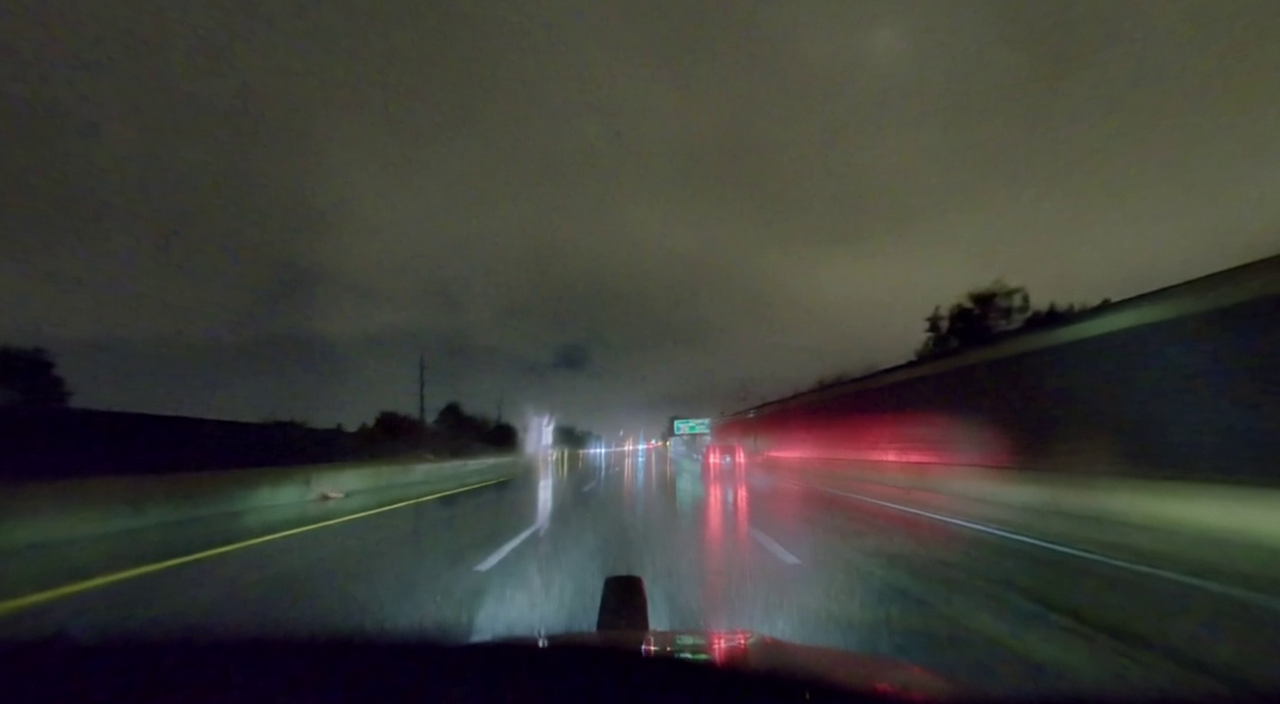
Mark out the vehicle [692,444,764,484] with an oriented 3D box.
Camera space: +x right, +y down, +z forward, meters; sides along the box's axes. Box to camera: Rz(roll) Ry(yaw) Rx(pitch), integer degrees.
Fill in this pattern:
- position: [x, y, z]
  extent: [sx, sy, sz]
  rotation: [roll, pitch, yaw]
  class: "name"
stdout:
- position: [3.430, 4.470, 25.580]
  extent: [2.193, 1.462, 4.533]
  rotation: [0, -8, -1]
  class: "vehicle"
